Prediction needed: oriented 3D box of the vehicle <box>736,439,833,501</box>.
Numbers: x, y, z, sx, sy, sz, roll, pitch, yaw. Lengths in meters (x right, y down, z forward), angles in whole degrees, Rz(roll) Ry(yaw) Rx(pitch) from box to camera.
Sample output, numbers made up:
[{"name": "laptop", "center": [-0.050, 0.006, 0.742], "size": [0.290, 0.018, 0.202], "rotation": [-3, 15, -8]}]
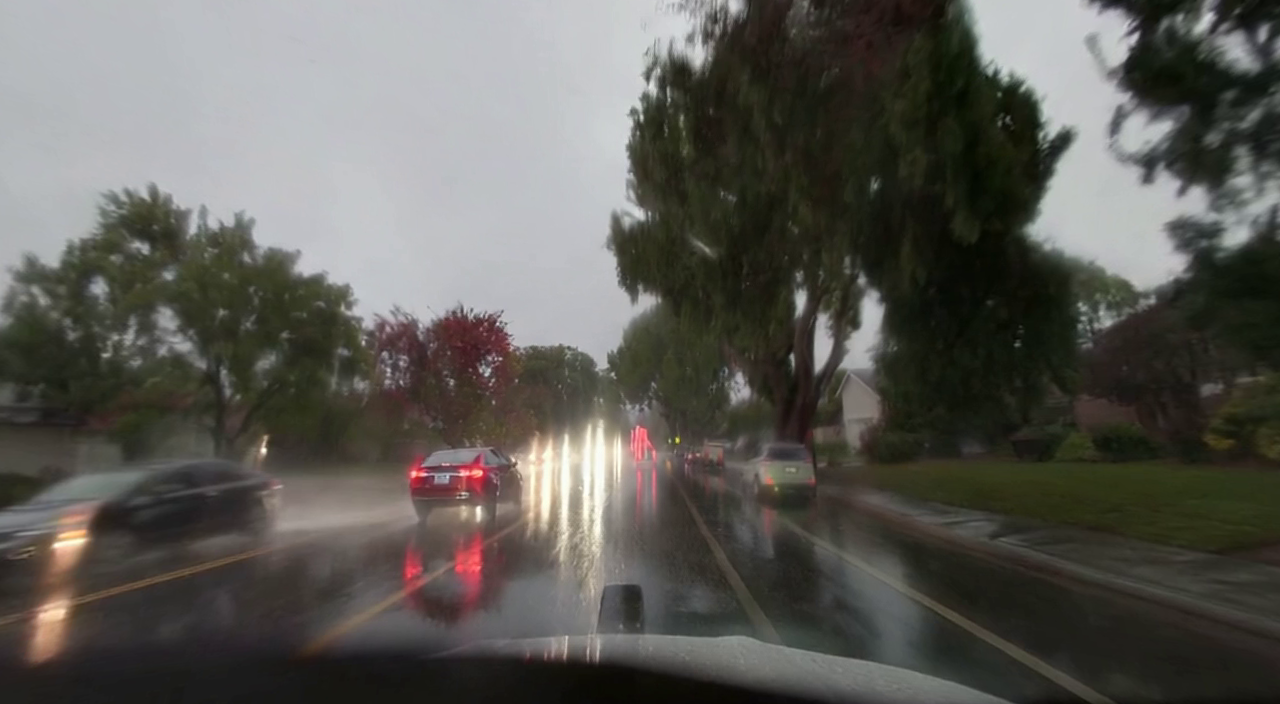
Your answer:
[{"name": "vehicle", "center": [4.065, 3.372, 18.446], "size": [1.897, 1.589, 4.053], "rotation": [0, -9, 0]}]

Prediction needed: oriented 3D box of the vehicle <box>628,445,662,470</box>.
[{"name": "vehicle", "center": [0.352, 6.671, 40.316], "size": [2.088, 1.495, 4.048], "rotation": [0, -9, 1]}]

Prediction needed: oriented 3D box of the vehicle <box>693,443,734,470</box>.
[{"name": "vehicle", "center": [4.824, 6.972, 42.281], "size": [2.045, 1.702, 4.916], "rotation": [0, -9, -1]}]

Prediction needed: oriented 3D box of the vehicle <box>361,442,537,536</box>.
[{"name": "vehicle", "center": [-3.430, 2.530, 12.377], "size": [2.027, 1.477, 4.413], "rotation": [0, -9, 1]}]

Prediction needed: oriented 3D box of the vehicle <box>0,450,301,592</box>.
[{"name": "vehicle", "center": [-7.372, 2.265, 9.431], "size": [1.977, 1.538, 4.447], "rotation": [-1, -9, 3]}]
